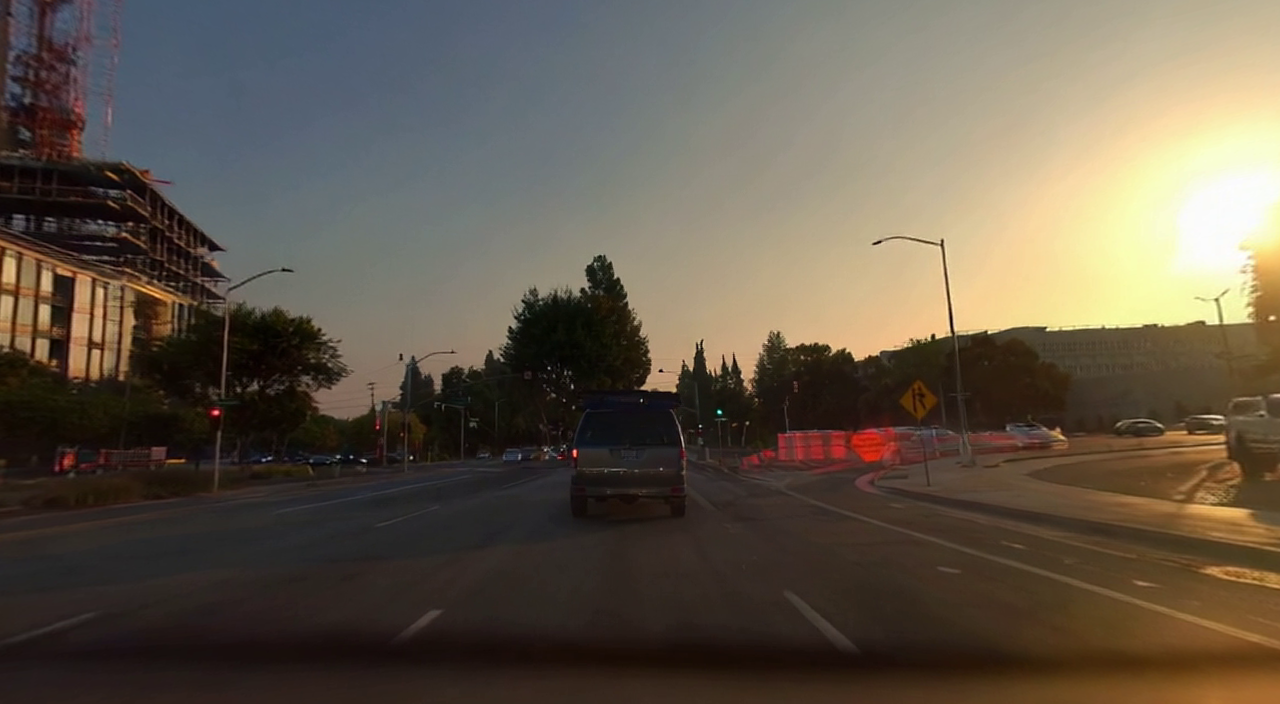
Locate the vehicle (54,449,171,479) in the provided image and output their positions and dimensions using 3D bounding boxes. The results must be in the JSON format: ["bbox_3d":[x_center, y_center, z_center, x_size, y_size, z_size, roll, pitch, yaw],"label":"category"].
[{"bbox_3d":[-36.084,7.669,43.168,5.755,1.945,2.403,0,-8,-1],"label":"vehicle"}]

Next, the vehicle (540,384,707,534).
[{"bbox_3d":[-0.388,1.934,11.909,2.350,2.122,5.801,0,-8,-3],"label":"vehicle"}]
